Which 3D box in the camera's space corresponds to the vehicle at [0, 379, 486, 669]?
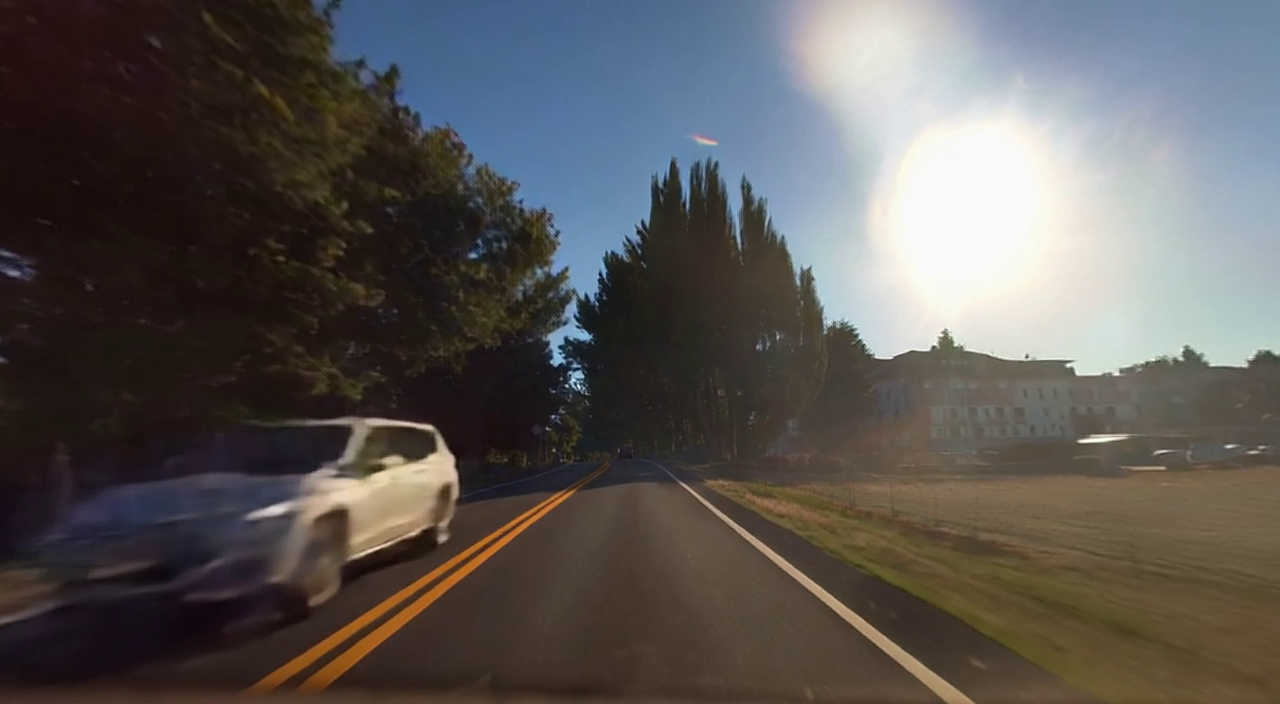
[{"bbox_3d":[-3.895,1.625,7.492,2.531,1.923,6.417,0,-9,0],"label":"vehicle"}]
